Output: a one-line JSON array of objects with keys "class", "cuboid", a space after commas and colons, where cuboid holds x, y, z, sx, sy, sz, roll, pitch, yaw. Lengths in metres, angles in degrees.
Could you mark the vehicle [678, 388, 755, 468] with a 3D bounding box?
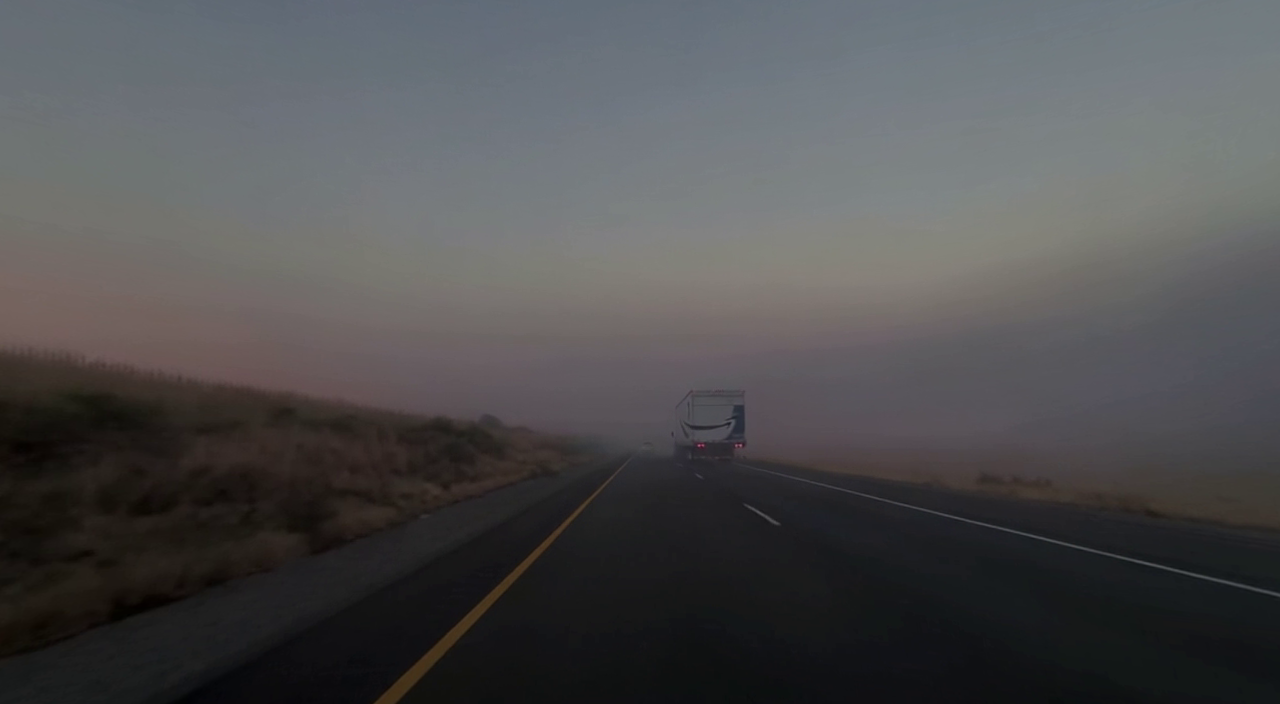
[{"class": "vehicle", "cuboid": [4.699, 5.355, 42.709, 3.190, 4.365, 16.625, 0, -8, 0]}]
